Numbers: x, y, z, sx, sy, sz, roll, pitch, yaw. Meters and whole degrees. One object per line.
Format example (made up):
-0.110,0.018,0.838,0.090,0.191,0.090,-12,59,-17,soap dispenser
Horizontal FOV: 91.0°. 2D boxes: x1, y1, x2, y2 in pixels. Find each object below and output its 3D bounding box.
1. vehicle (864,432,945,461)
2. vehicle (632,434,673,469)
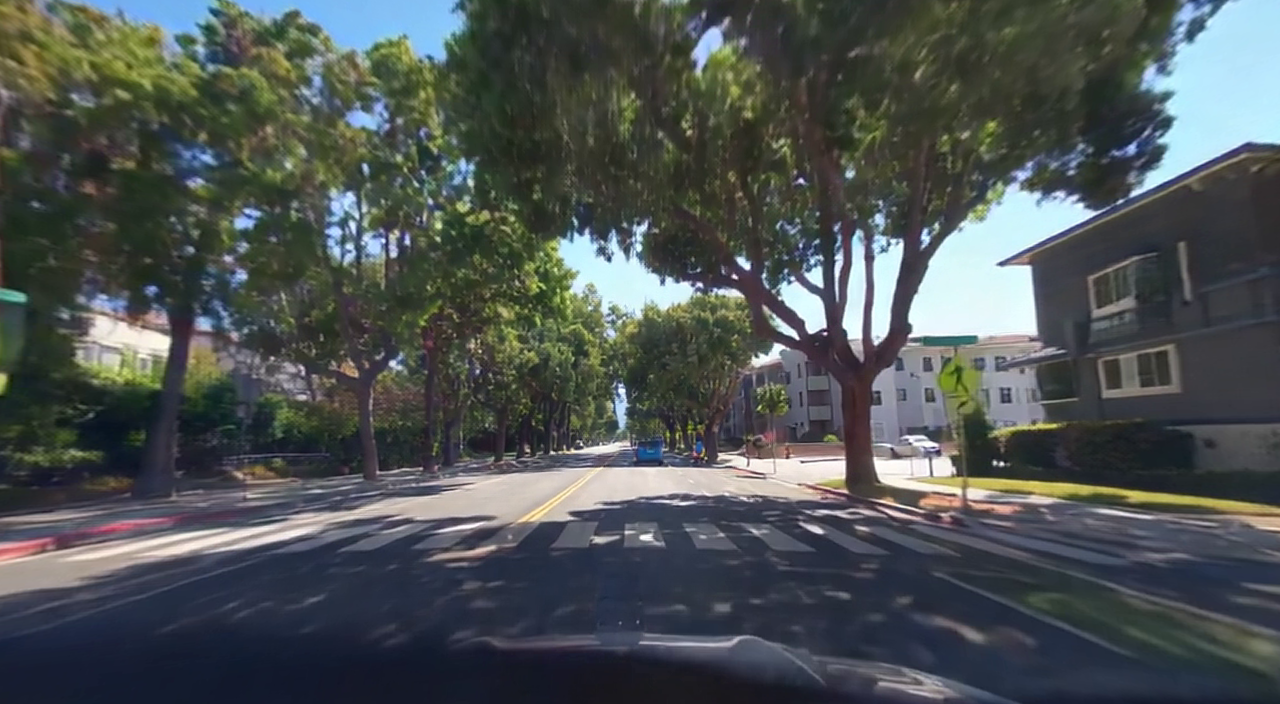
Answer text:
17.167,6.181,41.044,4.237,1.819,2.245,0,-9,0,vehicle
0.594,5.169,32.912,1.981,1.703,3.691,0,-9,-1,vehicle
